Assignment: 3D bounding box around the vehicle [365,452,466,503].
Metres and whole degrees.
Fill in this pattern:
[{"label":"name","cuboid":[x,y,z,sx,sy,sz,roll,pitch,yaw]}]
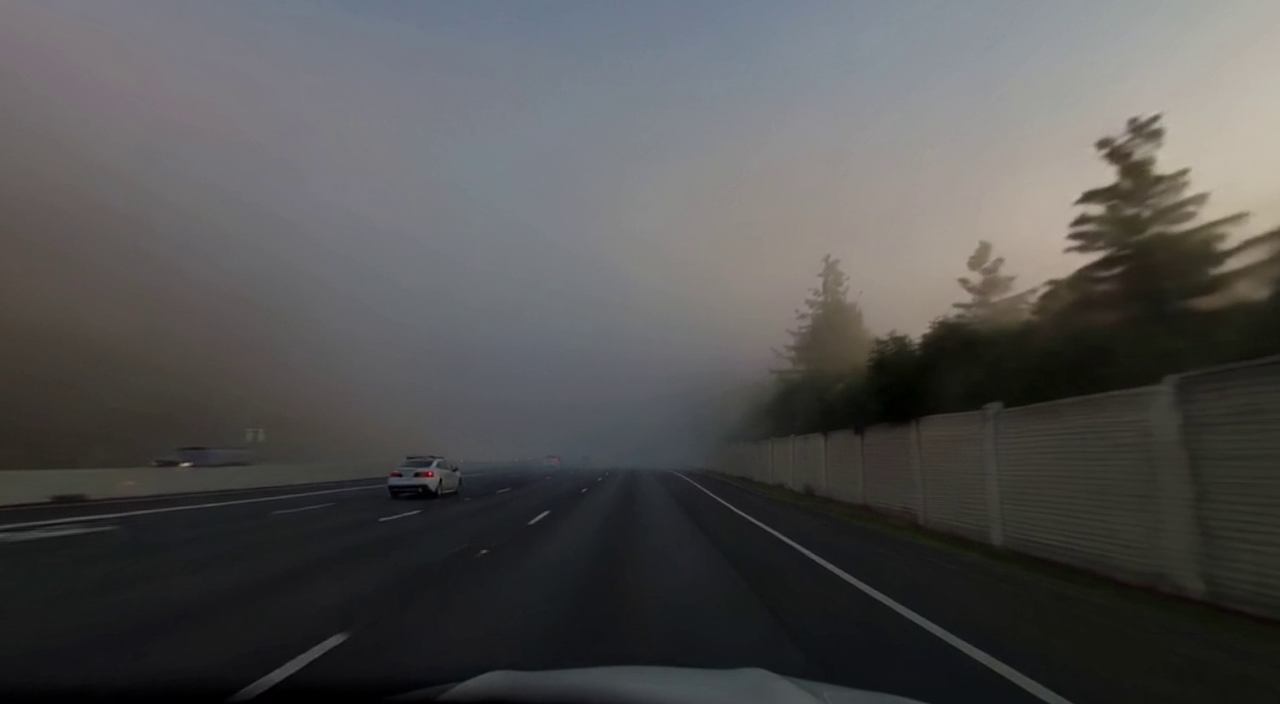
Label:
[{"label":"vehicle","cuboid":[-7.044,3.942,20.197,1.782,1.441,3.751,0,-9,1]}]
